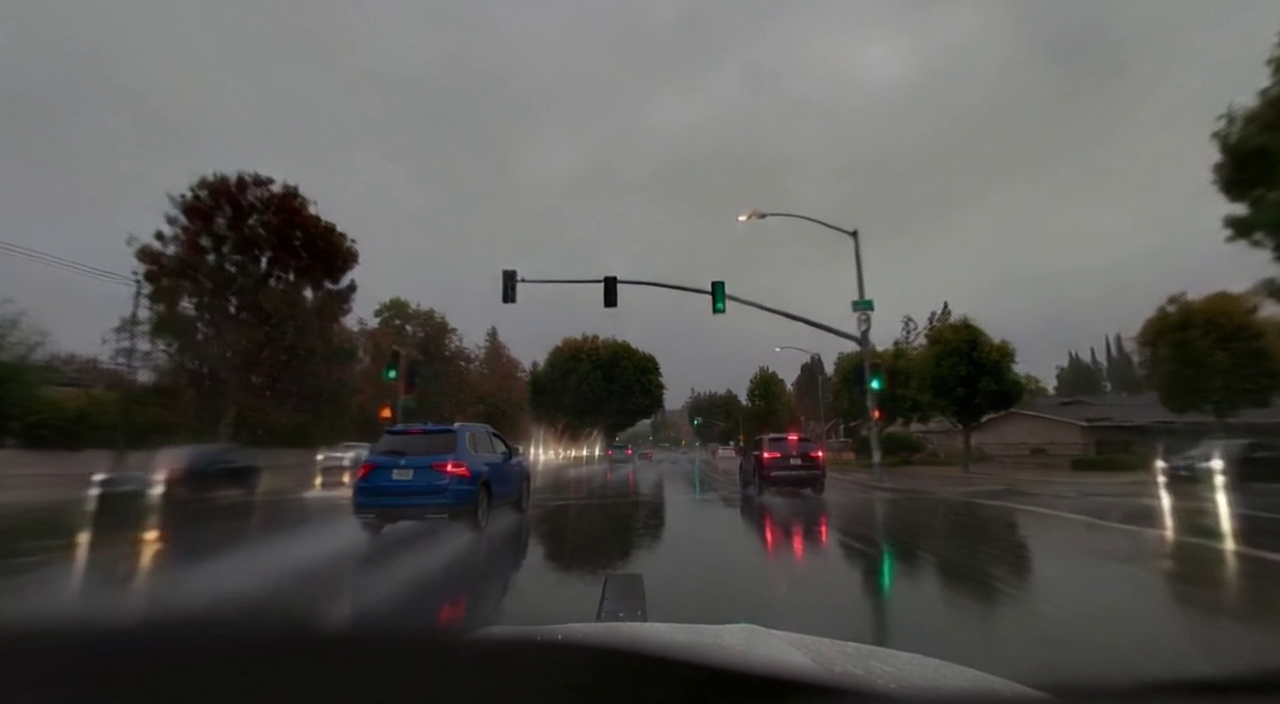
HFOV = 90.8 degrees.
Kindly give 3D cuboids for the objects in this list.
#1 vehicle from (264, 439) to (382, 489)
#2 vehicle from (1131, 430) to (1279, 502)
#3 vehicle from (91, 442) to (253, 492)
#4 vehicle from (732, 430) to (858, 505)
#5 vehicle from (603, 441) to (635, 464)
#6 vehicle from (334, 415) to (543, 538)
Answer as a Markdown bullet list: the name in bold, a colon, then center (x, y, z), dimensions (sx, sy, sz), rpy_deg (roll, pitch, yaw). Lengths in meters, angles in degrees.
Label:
- **vehicle**: center (-11.434, 4.022, 23.212), dimensions (2.006, 1.492, 4.672), rpy_deg (-3, -8, -1)
- **vehicle**: center (16.051, 2.949, 16.857), dimensions (4.922, 1.630, 2.094), rpy_deg (1, -8, -18)
- **vehicle**: center (-15.473, 3.792, 21.279), dimensions (1.906, 1.457, 4.559), rpy_deg (-1, -8, 1)
- **vehicle**: center (3.803, 2.910, 16.453), dimensions (2.132, 1.659, 4.387), rpy_deg (0, -8, 0)
- **vehicle**: center (-1.501, 7.305, 46.217), dimensions (1.988, 1.569, 4.202), rpy_deg (-1, -8, 3)
- **vehicle**: center (-3.155, 2.059, 11.117), dimensions (2.045, 1.688, 4.632), rpy_deg (-1, -8, 2)
